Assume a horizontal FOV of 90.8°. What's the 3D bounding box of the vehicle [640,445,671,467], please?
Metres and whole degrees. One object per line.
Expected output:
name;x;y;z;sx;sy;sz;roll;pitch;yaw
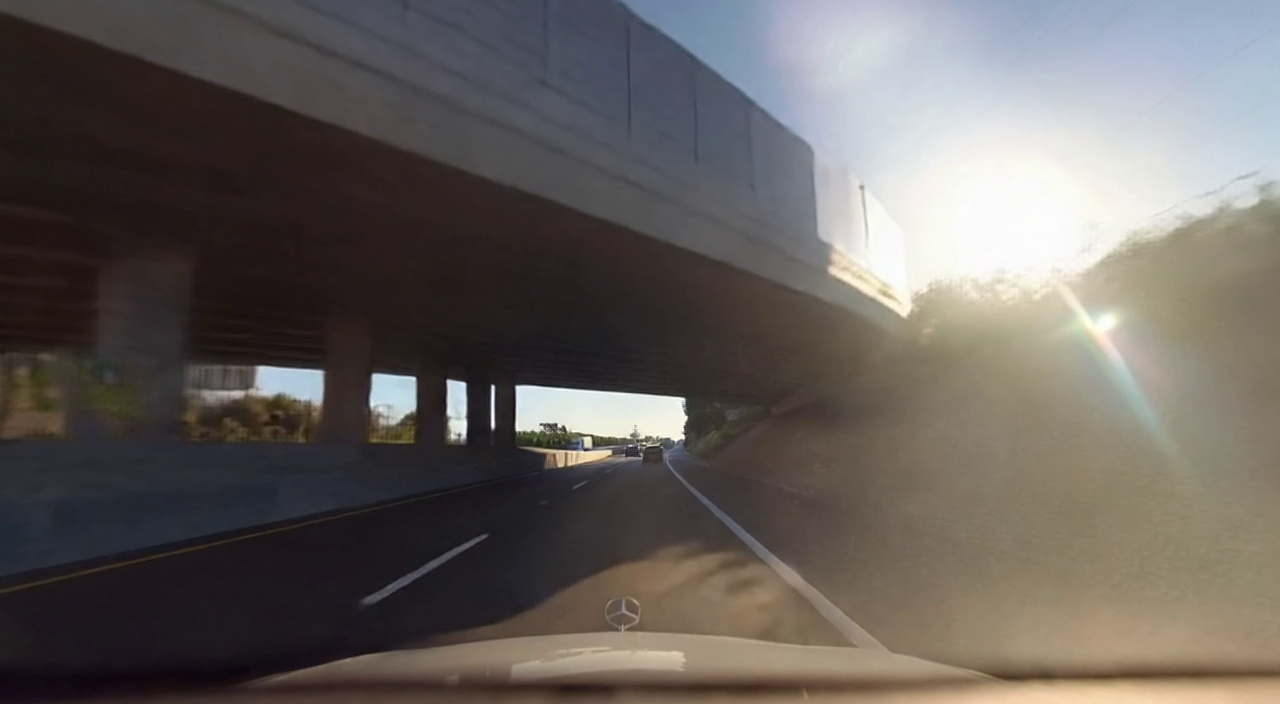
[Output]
vehicle;1.151;7.809;47.421;2.221;1.603;4.149;-1;-9;2
